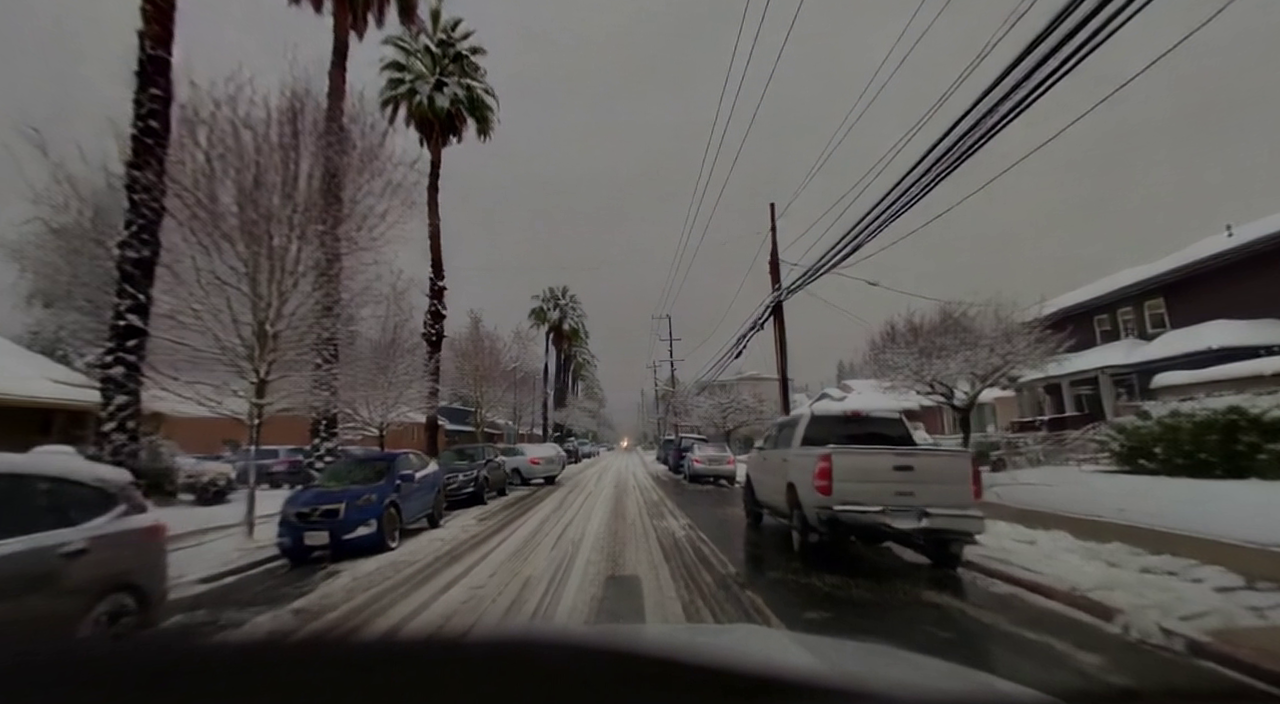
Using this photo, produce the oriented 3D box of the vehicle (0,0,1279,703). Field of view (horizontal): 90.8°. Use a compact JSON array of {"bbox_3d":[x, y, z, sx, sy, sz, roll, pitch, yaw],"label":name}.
[{"bbox_3d":[-0.162,0.529,0.295,2.966,2.216,4.279,0,-8,-1],"label":"vehicle"}]
